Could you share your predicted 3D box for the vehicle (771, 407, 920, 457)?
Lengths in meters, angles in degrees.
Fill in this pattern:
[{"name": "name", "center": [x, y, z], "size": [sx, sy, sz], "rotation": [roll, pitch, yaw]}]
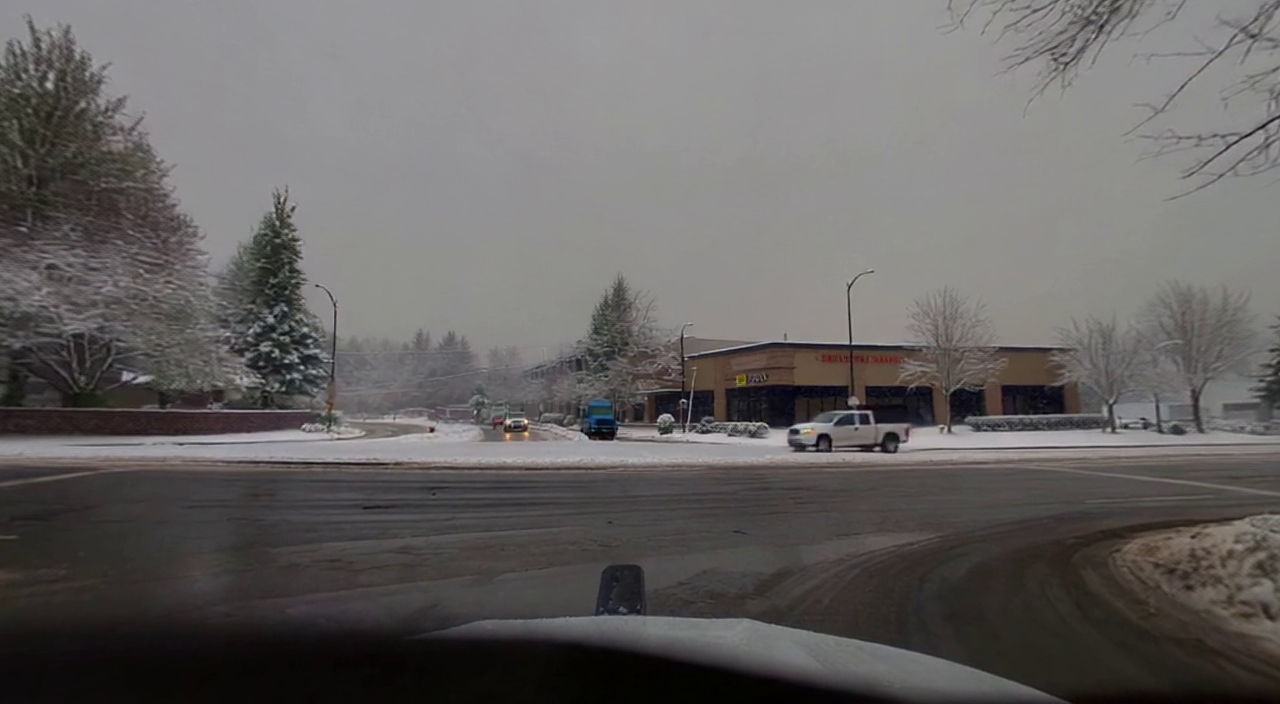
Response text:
[{"name": "vehicle", "center": [8.079, 3.191, 24.788], "size": [5.333, 1.837, 2.124], "rotation": [3, -9, -20]}]
